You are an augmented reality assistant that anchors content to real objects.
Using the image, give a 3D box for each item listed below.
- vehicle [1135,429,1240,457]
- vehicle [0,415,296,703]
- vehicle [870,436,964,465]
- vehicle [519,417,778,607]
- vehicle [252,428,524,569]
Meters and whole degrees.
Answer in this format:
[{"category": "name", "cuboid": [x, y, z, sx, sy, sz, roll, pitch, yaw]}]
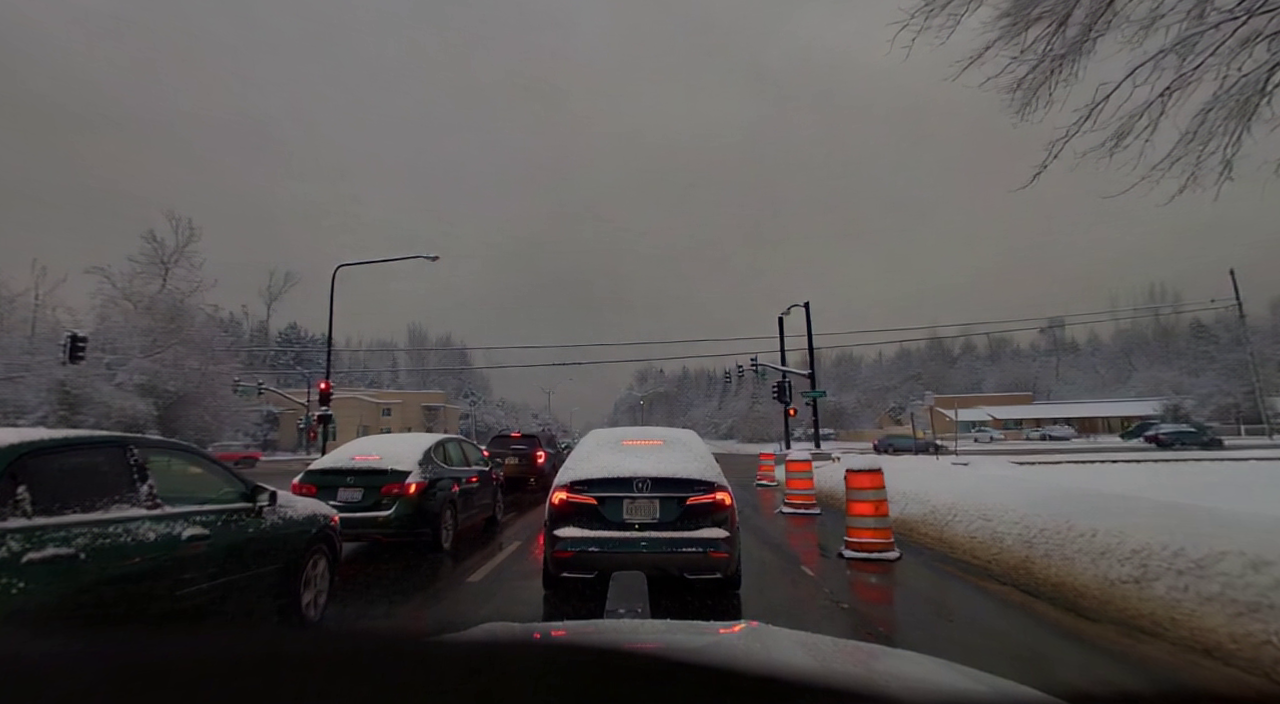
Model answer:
[{"category": "vehicle", "cuboid": [35.351, 5.893, 40.751, 4.827, 1.729, 1.986, 0, -9, 1]}, {"category": "vehicle", "cuboid": [-3.584, 0.946, 2.154, 2.064, 1.497, 4.722, 0, -9, 1]}, {"category": "vehicle", "cuboid": [17.691, 6.329, 40.384, 5.002, 1.768, 2.065, 0, -9, 2]}, {"category": "vehicle", "cuboid": [0.112, 1.626, 7.209, 2.167, 1.560, 3.676, 0, -9, 1]}, {"category": "vehicle", "cuboid": [-3.271, 2.001, 9.447, 1.989, 1.541, 4.626, 0, -9, 2]}]
